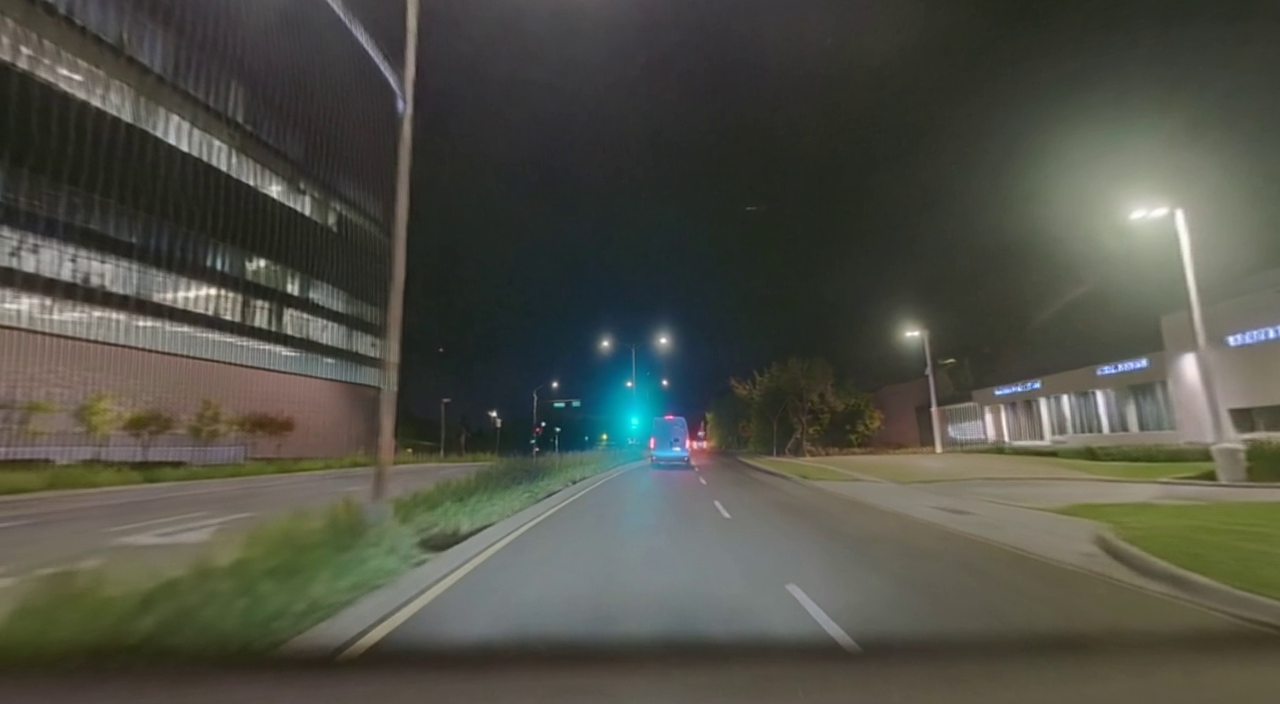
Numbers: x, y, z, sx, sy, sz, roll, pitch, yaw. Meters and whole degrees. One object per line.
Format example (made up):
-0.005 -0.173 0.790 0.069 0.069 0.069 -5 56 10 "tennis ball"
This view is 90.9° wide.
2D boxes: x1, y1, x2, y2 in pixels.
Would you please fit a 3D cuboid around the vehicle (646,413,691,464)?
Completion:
1.774 5.111 37.296 2.435 2.816 5.232 -1 -8 5 "vehicle"
